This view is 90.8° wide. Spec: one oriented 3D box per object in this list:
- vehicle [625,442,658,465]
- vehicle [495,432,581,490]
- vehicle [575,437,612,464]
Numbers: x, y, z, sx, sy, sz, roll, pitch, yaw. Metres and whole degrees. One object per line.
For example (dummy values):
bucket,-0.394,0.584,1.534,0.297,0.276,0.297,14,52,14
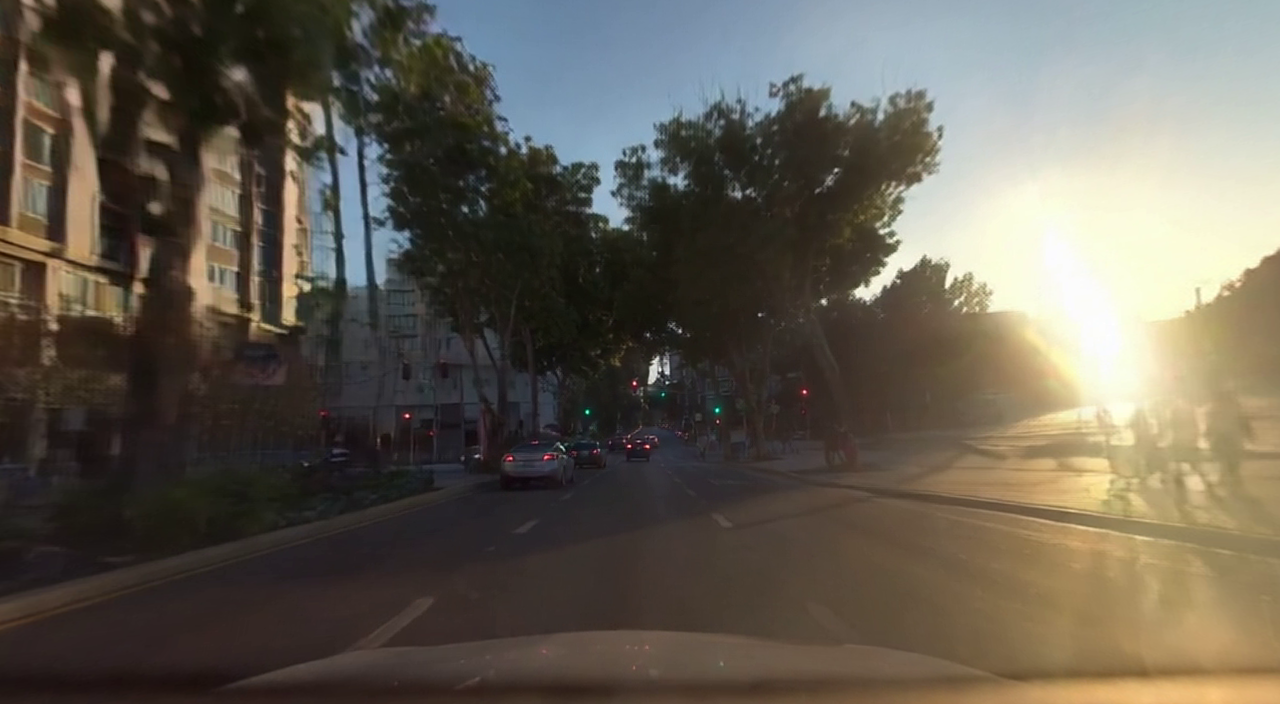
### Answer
vehicle,0.113,6.758,42.062,2.095,1.438,3.843,0,-8,0
vehicle,-3.274,3.605,21.212,2.116,1.725,4.315,-1,-9,1
vehicle,-3.213,6.973,44.790,2.152,1.802,4.628,-1,-8,1
